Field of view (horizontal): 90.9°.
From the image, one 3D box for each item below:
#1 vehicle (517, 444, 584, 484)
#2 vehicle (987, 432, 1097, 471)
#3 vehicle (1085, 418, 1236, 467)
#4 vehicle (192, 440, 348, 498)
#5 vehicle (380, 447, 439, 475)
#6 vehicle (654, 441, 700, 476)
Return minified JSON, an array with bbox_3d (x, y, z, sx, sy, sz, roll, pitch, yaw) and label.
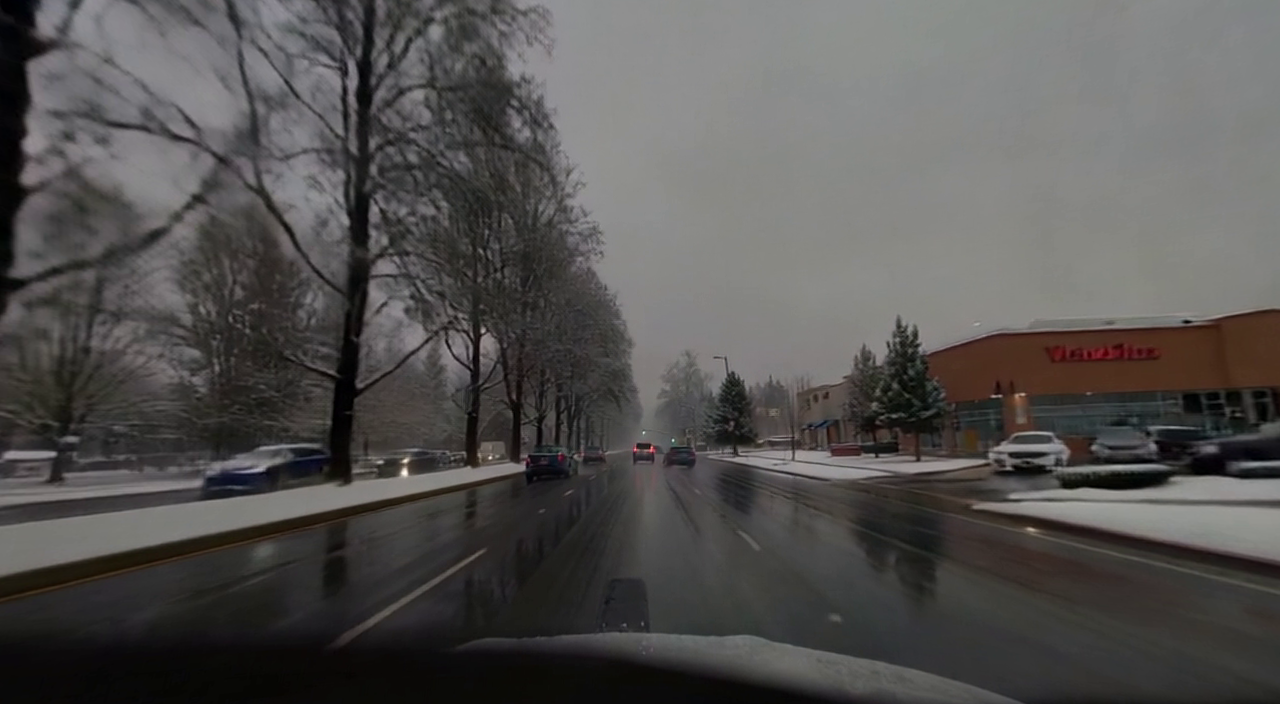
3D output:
[{"bbox_3d":[-3.478,4.450,25.414,1.908,1.481,4.536,0,-9,2],"label":"vehicle"},{"bbox_3d":[15.830,3.932,25.083,1.823,1.413,3.884,0,-8,1],"label":"vehicle"},{"bbox_3d":[20.861,3.684,25.614,1.982,1.794,4.853,0,-9,1],"label":"vehicle"},{"bbox_3d":[-12.569,3.975,21.970,2.047,1.729,5.470,0,-9,1],"label":"vehicle"},{"bbox_3d":[-15.542,7.339,42.744,2.060,1.777,4.860,0,-9,1],"label":"vehicle"},{"bbox_3d":[1.747,5.158,30.749,1.922,1.579,3.642,0,-9,-2],"label":"vehicle"}]
